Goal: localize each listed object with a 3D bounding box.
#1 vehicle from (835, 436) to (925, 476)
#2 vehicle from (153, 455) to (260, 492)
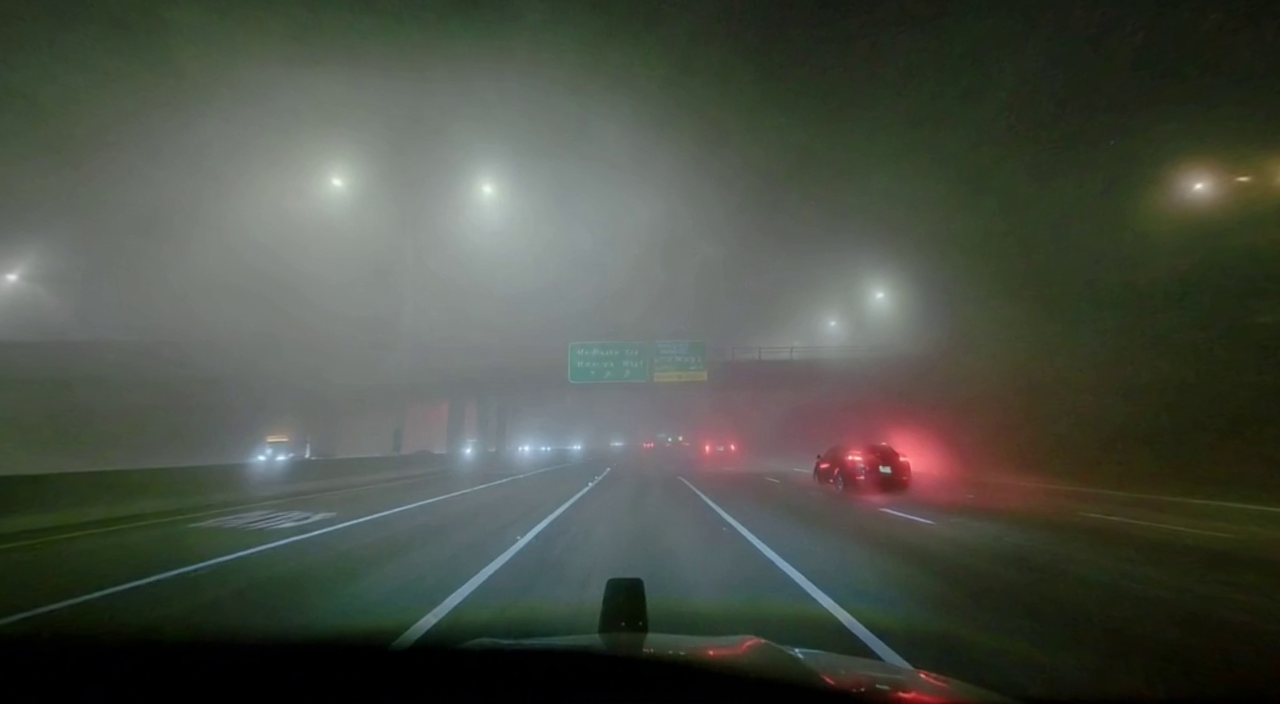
[{"bbox_3d":[10.085,4.407,26.943,2.000,1.514,4.585,0,-8,-1],"label":"vehicle"},{"bbox_3d":[-20.149,5.638,29.606,1.859,1.483,4.391,-1,-8,1],"label":"vehicle"}]
